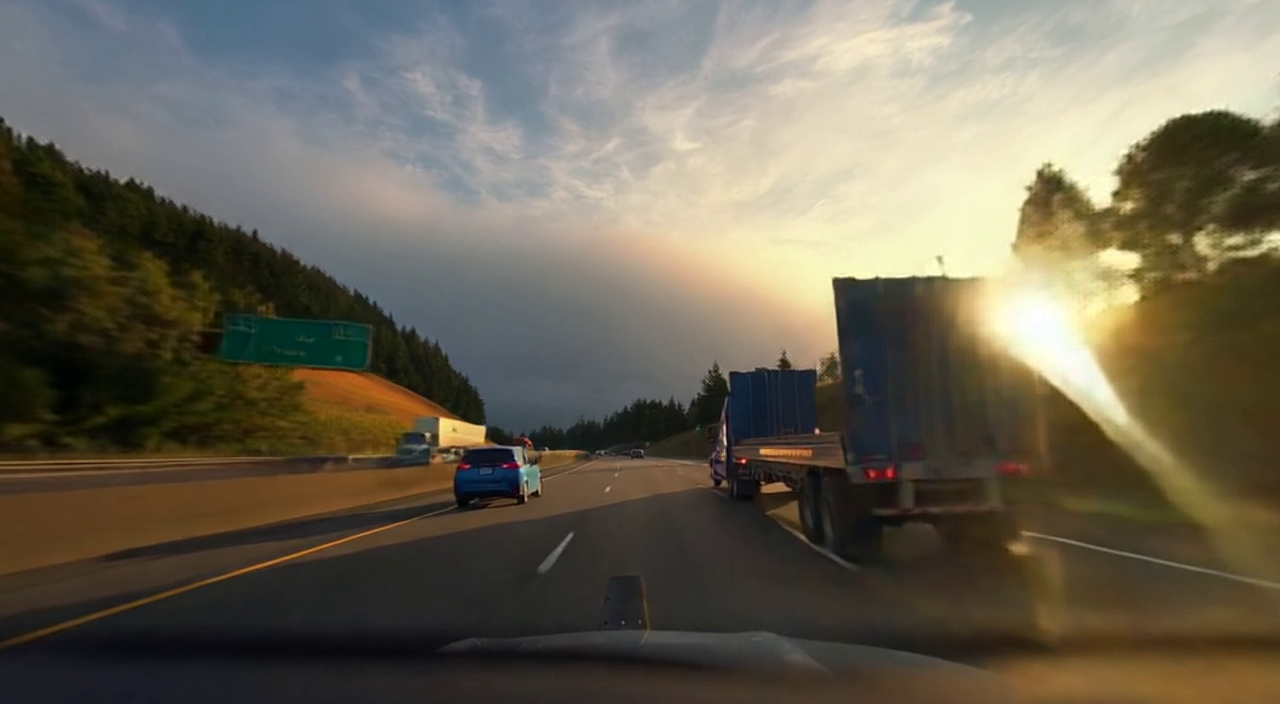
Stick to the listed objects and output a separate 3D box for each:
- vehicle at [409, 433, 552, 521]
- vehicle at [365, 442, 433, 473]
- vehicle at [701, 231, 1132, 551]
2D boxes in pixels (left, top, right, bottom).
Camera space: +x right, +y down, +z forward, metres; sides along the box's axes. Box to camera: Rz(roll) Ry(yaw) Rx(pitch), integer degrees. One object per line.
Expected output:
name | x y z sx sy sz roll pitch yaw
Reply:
vehicle | -3.385 2.758 14.393 2.115 1.670 4.261 0 -9 0
vehicle | -13.214 5.814 34.793 1.940 1.567 4.312 -1 -9 1
vehicle | 4.383 1.797 16.991 3.532 4.201 17.611 0 -9 -1
